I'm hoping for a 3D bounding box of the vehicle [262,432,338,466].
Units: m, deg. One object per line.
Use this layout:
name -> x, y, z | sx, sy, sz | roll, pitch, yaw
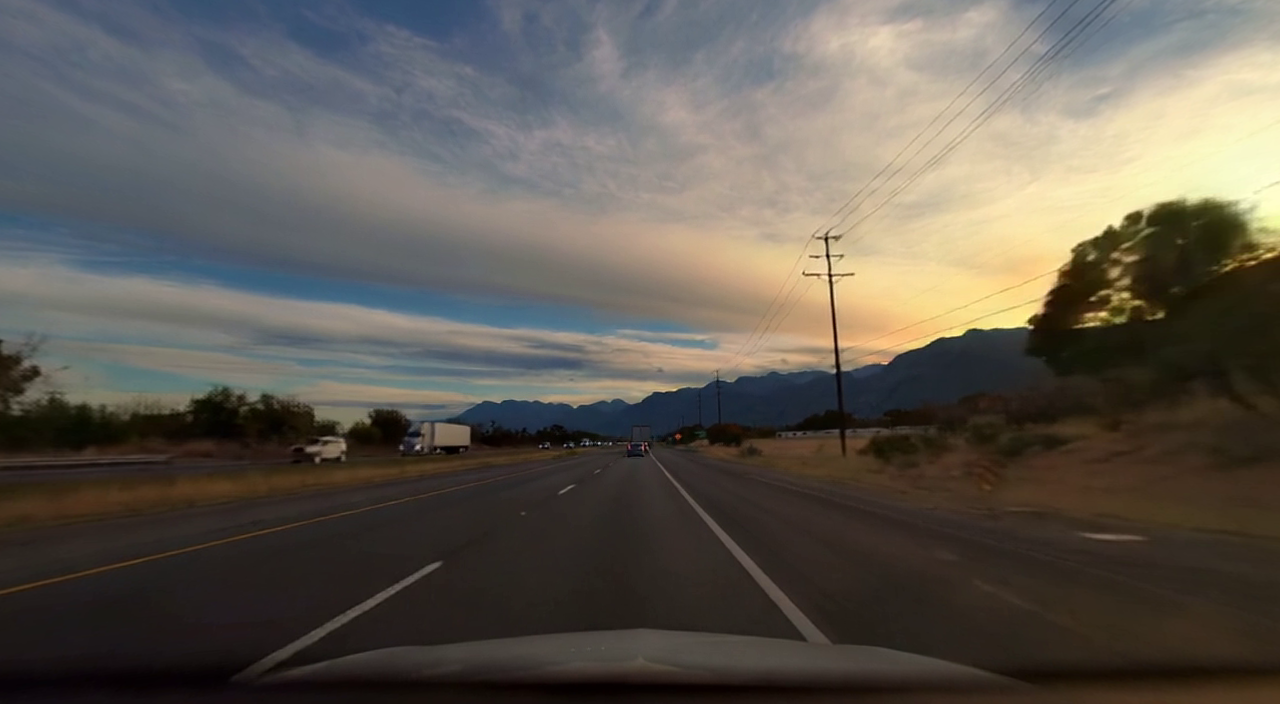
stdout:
vehicle -> -21.380, 6.155, 39.881 | 2.061, 1.988, 4.636 | 0, -8, 2
